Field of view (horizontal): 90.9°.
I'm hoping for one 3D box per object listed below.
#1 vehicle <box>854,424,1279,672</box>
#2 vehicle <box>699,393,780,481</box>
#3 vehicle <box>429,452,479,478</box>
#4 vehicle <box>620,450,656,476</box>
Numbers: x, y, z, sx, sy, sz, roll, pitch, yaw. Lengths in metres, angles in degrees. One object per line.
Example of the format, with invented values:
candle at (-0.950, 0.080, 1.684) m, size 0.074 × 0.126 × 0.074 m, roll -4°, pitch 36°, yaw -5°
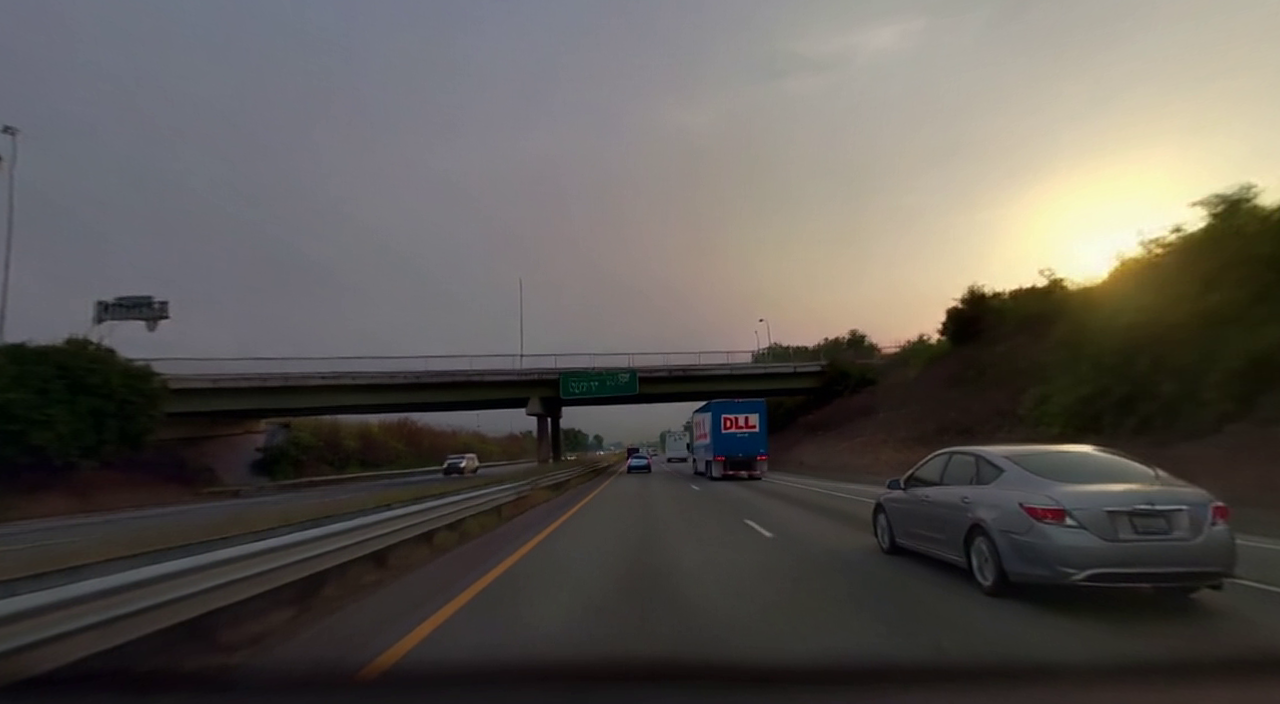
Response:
vehicle at (3.693, 1.497, 5.901) m, size 1.894 × 1.452 × 4.164 m, roll 0°, pitch -9°, yaw 0°
vehicle at (4.961, 4.522, 33.043) m, size 2.838 × 3.985 × 8.010 m, roll 0°, pitch -9°, yaw 0°
vehicle at (-12.826, 7.846, 43.828) m, size 2.029 × 1.656 × 4.587 m, roll -1°, pitch -9°, yaw 1°
vehicle at (-0.104, 6.731, 38.310) m, size 2.055 × 1.445 × 3.661 m, roll -1°, pitch -9°, yaw 0°
